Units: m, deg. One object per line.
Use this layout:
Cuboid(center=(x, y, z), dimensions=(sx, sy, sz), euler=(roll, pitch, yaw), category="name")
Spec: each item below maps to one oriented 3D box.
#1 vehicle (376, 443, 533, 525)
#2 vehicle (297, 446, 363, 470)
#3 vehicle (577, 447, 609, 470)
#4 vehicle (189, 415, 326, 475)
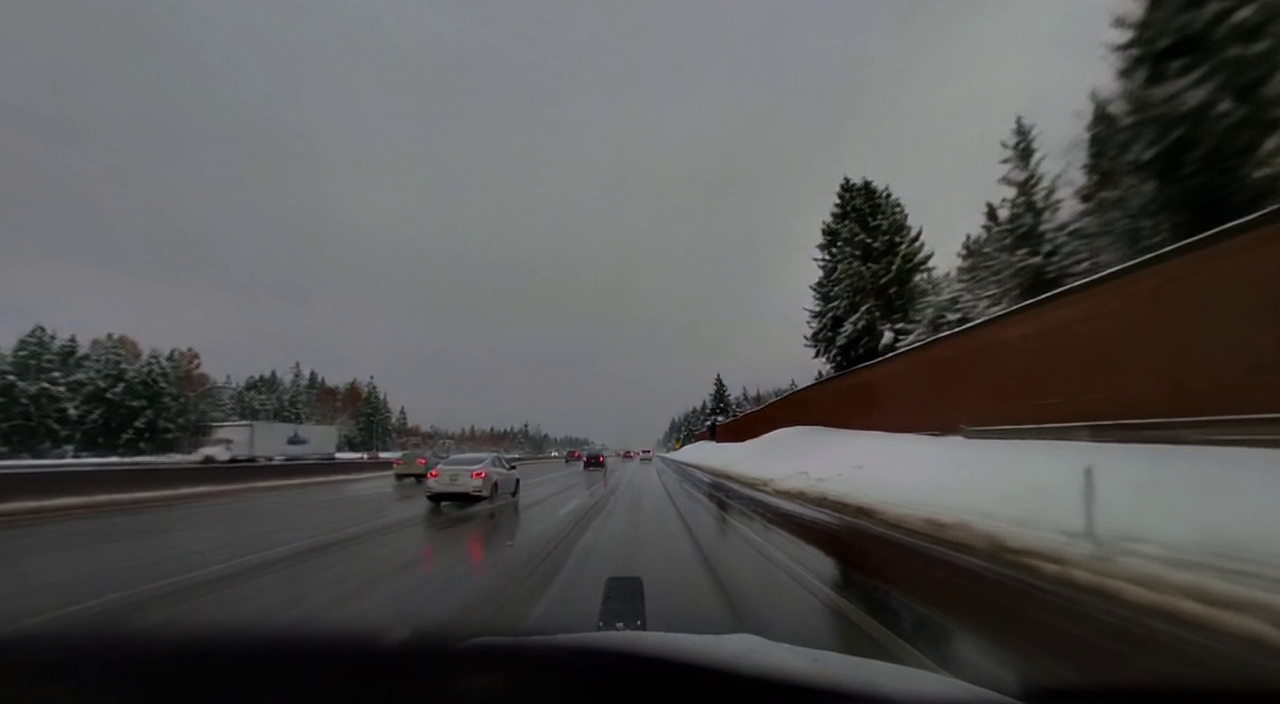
Cuboid(center=(-3.832, 2.819, 13.999), dimensions=(1.945, 1.484, 4.803), euler=(-1, -9, 1), category="vehicle")
Cuboid(center=(-24.258, 8.329, 49.361), dimensions=(2.157, 1.741, 5.728), euler=(-1, -9, 1), category="vehicle")
Cuboid(center=(-3.578, 8.155, 48.202), dimensions=(2.036, 1.636, 4.511), euler=(0, -9, 1), category="vehicle")
Cuboid(center=(-28.041, 7.010, 47.091), dimensions=(2.980, 3.886, 11.254), euler=(-1, -9, 1), category="vehicle")
